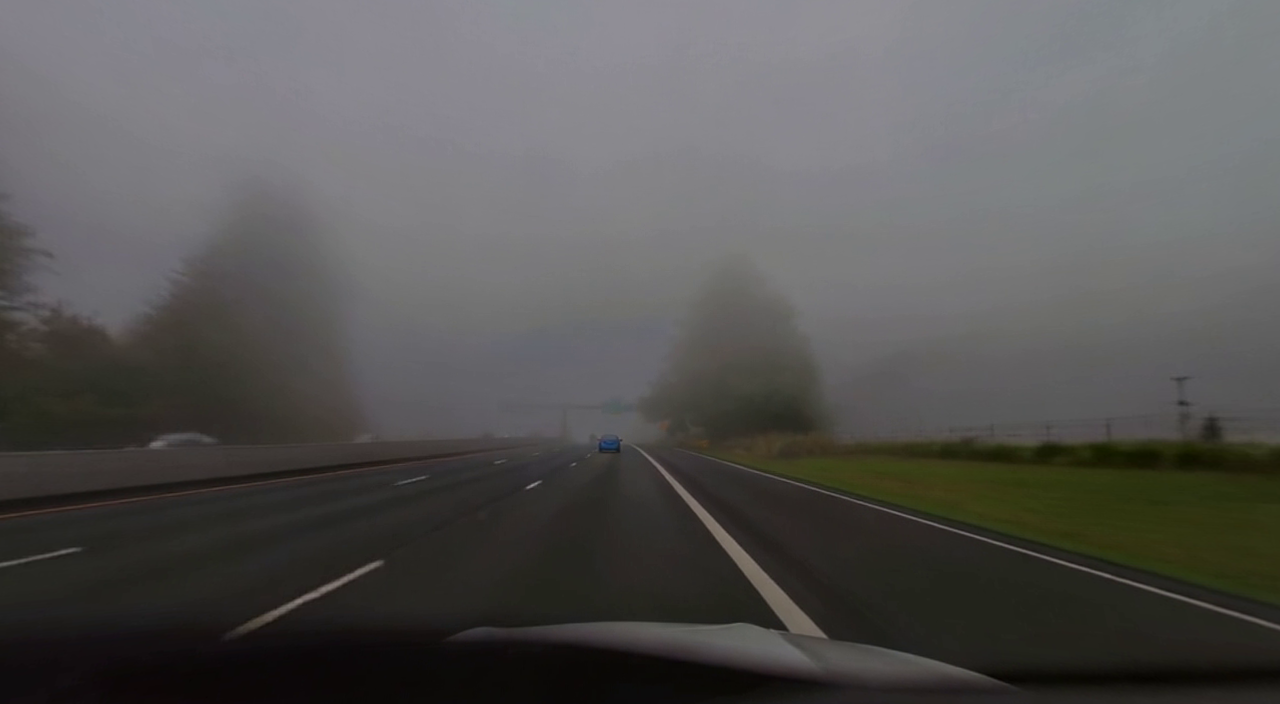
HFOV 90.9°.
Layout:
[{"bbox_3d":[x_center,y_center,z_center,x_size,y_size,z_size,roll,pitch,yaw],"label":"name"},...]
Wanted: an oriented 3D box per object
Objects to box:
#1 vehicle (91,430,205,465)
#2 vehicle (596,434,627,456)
[{"bbox_3d":[-23.132,4.493,29.856,1.981,1.540,4.231,0,-8,-1],"label":"vehicle"},{"bbox_3d":[-1.972,6.478,44.081,2.000,1.491,3.913,0,-8,-2],"label":"vehicle"}]
